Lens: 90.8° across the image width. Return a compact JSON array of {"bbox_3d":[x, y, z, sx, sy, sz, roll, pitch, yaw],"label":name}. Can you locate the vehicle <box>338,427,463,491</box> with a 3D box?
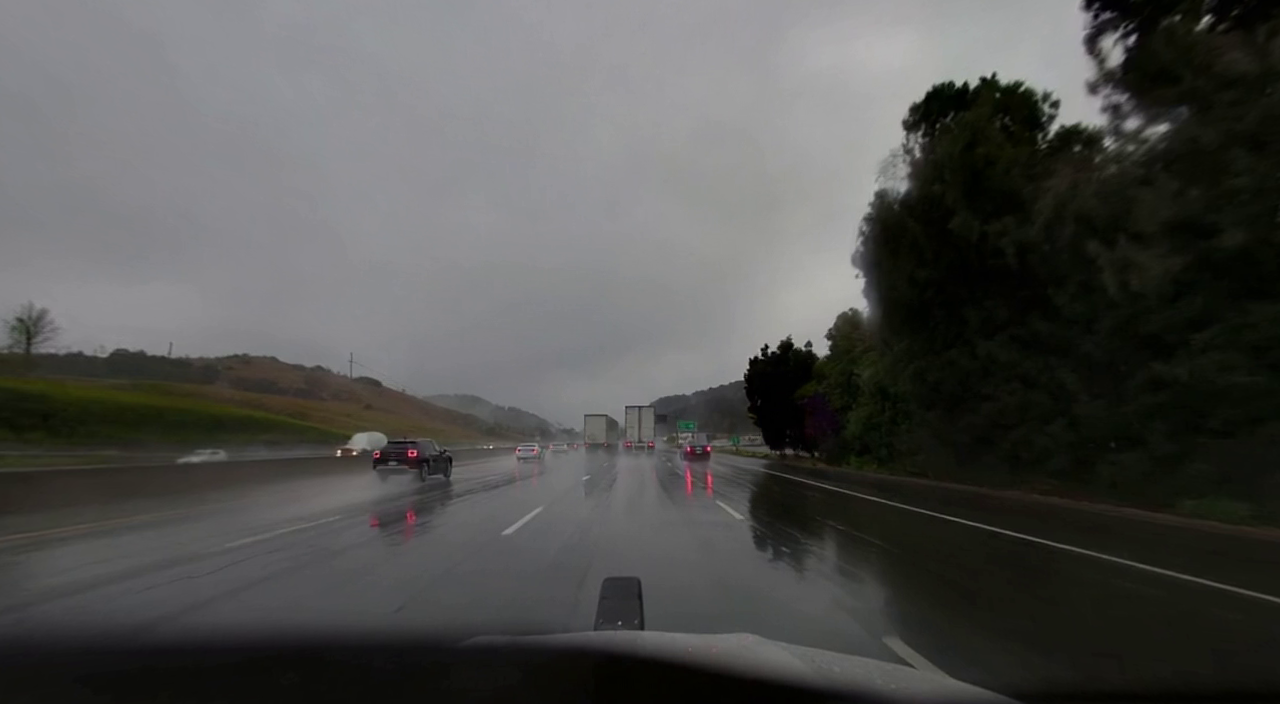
[{"bbox_3d":[-7.287,3.292,19.766,2.122,1.754,4.379,0,-9,1],"label":"vehicle"}]

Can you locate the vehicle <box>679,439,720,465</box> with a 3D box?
[{"bbox_3d":[3.593,6.120,38.799,2.006,1.452,4.246,0,-8,-1],"label":"vehicle"}]

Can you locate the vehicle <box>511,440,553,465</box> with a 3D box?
[{"bbox_3d":[-6.826,6.421,40.409,1.891,1.460,4.506,0,-8,0],"label":"vehicle"}]
